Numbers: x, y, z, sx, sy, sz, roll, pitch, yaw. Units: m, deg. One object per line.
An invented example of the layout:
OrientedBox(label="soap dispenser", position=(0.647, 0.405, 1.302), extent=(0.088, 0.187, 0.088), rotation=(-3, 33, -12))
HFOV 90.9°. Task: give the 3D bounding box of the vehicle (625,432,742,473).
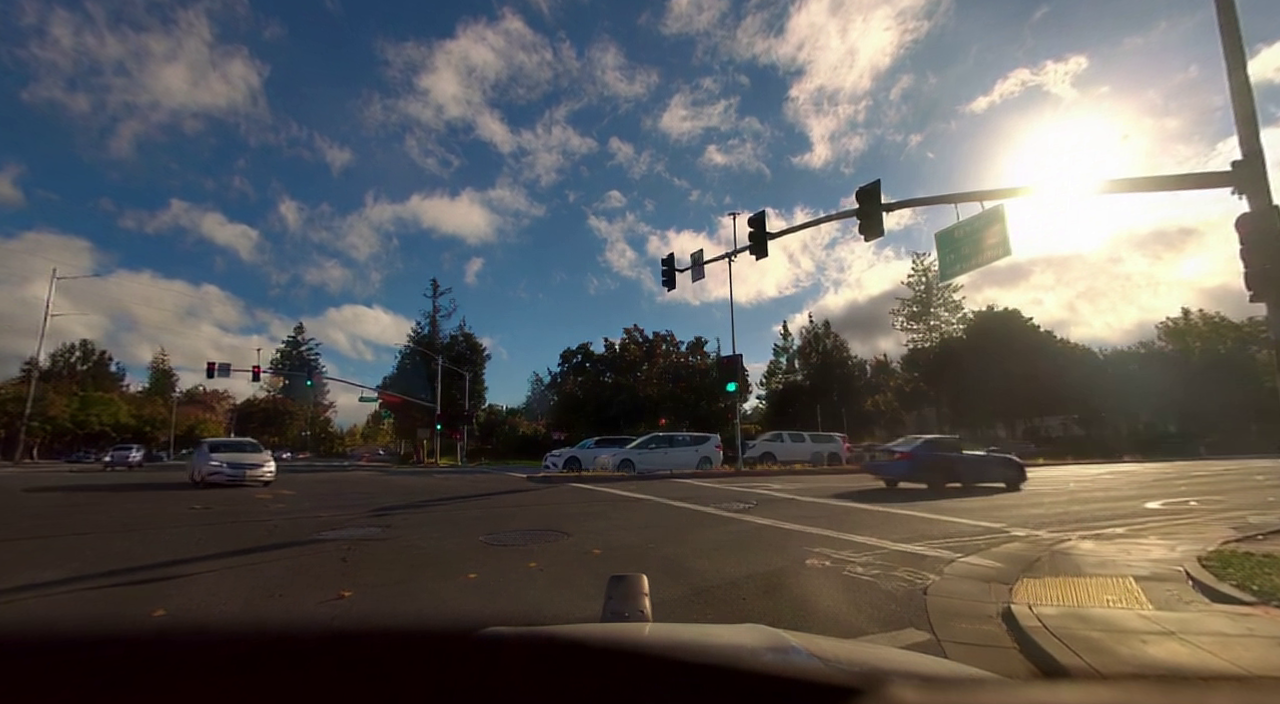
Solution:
OrientedBox(label="vehicle", position=(1.808, 4.141, 26.149), extent=(4.483, 1.589, 1.852), rotation=(4, -9, -25))

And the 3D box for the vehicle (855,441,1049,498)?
OrientedBox(label="vehicle", position=(8.787, 3.263, 17.861), extent=(4.686, 1.425, 2.018), rotation=(2, -9, -16))

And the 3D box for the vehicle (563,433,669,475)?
OrientedBox(label="vehicle", position=(-1.065, 4.563, 28.503), extent=(4.360, 1.749, 1.895), rotation=(4, -10, -28))

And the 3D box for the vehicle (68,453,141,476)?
OrientedBox(label="vehicle", position=(-37.307, 7.814, 43.894), extent=(4.589, 1.462, 1.953), rotation=(-4, -9, 23))

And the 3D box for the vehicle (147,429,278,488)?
OrientedBox(label="vehicle", position=(-15.206, 3.710, 22.313), extent=(5.332, 1.807, 2.450), rotation=(-8, -11, 41))

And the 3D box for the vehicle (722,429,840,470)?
OrientedBox(label="vehicle", position=(7.301, 5.052, 32.531), extent=(5.791, 1.964, 2.199), rotation=(5, -10, -26))
